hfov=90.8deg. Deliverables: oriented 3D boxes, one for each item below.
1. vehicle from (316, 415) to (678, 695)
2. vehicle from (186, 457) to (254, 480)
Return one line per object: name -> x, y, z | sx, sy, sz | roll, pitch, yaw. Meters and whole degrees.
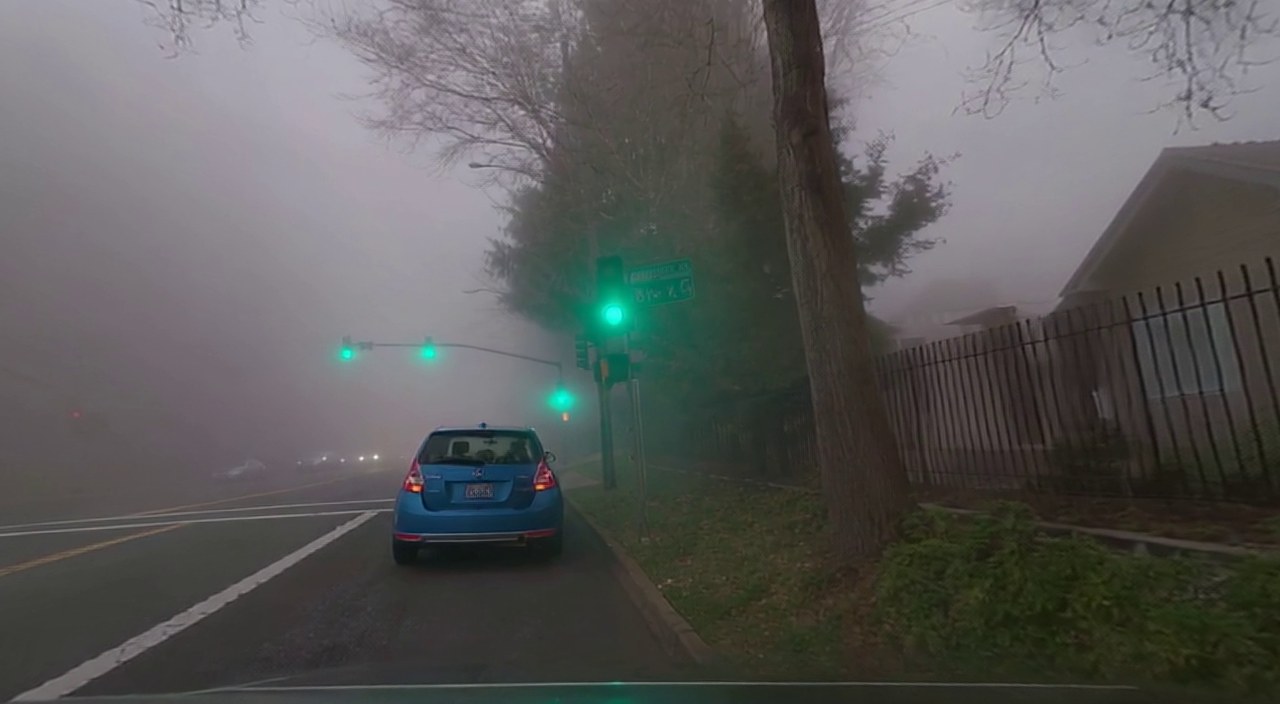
vehicle -> -1.156, 1.401, 5.512 | 2.024, 1.502, 3.702 | 2, -9, -12
vehicle -> -32.868, 9.108, 49.491 | 3.959, 1.680, 1.785 | 1, -9, -7
